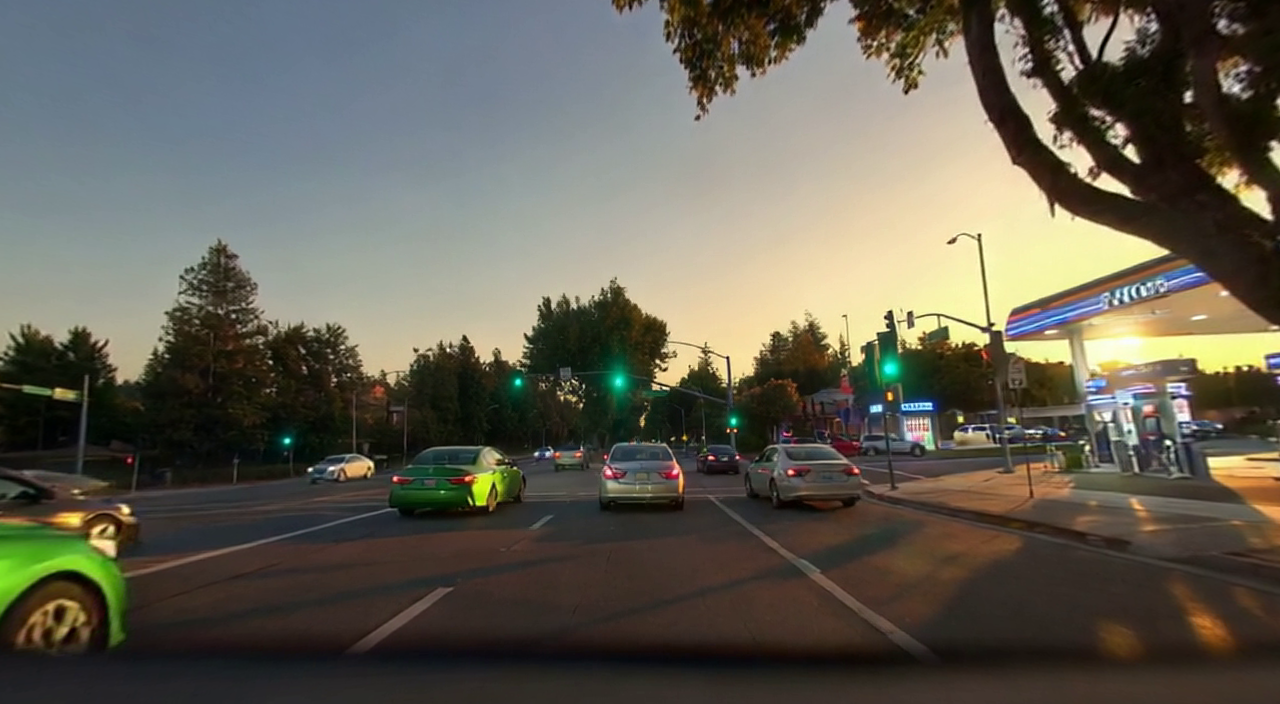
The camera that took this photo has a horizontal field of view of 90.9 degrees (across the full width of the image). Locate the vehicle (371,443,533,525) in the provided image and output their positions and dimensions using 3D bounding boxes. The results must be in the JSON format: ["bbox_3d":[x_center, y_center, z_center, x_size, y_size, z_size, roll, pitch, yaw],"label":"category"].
[{"bbox_3d":[-3.753,2.691,13.558,1.995,1.436,4.500,-1,-8,1],"label":"vehicle"}]

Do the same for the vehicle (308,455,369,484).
[{"bbox_3d":[-18.621,7.258,39.128,1.849,1.587,3.812,-1,-8,1],"label":"vehicle"}]

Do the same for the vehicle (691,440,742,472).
[{"bbox_3d":[3.801,5.249,32.099,1.942,1.482,4.623,0,-8,-1],"label":"vehicle"}]

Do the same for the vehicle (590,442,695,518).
[{"bbox_3d":[0.024,2.742,14.037,1.994,1.433,3.894,0,-8,-1],"label":"vehicle"}]

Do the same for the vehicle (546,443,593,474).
[{"bbox_3d":[-3.719,5.694,33.910,1.896,1.501,4.390,-1,-8,2],"label":"vehicle"}]

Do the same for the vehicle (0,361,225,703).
[{"bbox_3d":[-3.633,0.728,1.469,2.023,1.687,4.874,0,-8,0],"label":"vehicle"}]

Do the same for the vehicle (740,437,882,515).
[{"bbox_3d":[3.642,2.714,14.384,1.920,1.479,4.548,0,-8,-1],"label":"vehicle"}]
